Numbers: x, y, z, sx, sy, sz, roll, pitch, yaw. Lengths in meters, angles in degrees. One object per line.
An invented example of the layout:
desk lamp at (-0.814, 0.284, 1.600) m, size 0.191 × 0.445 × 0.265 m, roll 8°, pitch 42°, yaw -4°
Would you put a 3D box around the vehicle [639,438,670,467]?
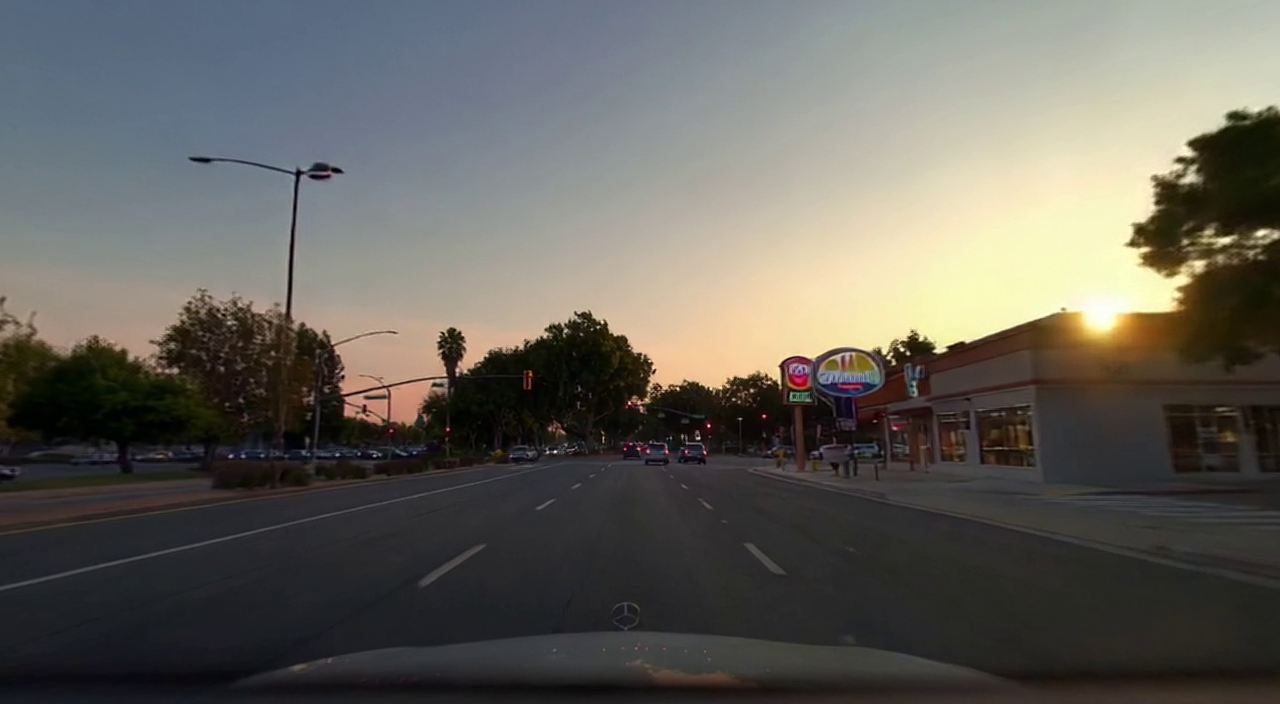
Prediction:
vehicle at (1.095, 7.173, 45.136) m, size 2.096 × 1.961 × 4.259 m, roll 0°, pitch -9°, yaw 2°
